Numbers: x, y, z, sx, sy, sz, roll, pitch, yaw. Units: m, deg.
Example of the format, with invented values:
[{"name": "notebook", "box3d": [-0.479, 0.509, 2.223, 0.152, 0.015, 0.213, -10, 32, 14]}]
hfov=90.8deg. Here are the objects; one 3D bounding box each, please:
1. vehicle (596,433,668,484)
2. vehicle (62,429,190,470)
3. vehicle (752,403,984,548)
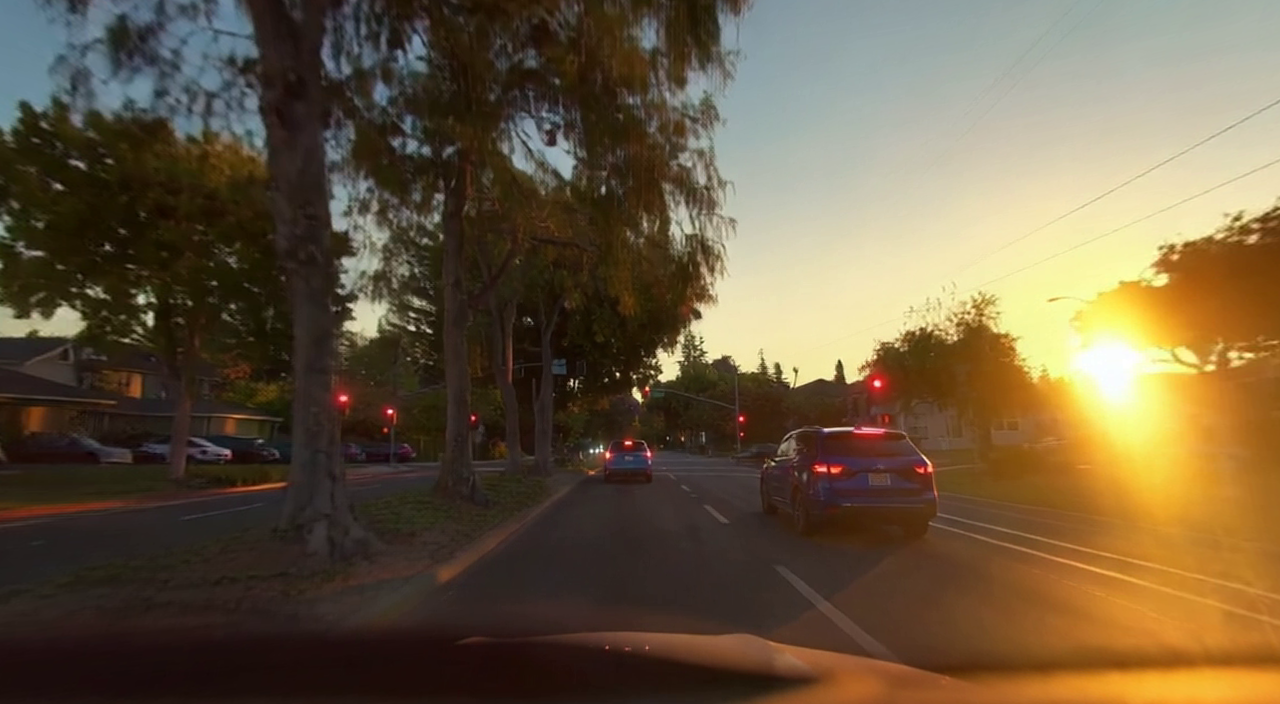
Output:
[{"name": "vehicle", "box3d": [-0.261, 3.565, 21.385, 2.177, 1.512, 4.682, 0, -9, -1]}, {"name": "vehicle", "box3d": [-29.025, 5.536, 35.970, 5.335, 2.076, 2.209, 4, -10, -33]}, {"name": "vehicle", "box3d": [3.191, 1.848, 10.009, 2.046, 1.768, 4.370, 0, -9, 0]}]
